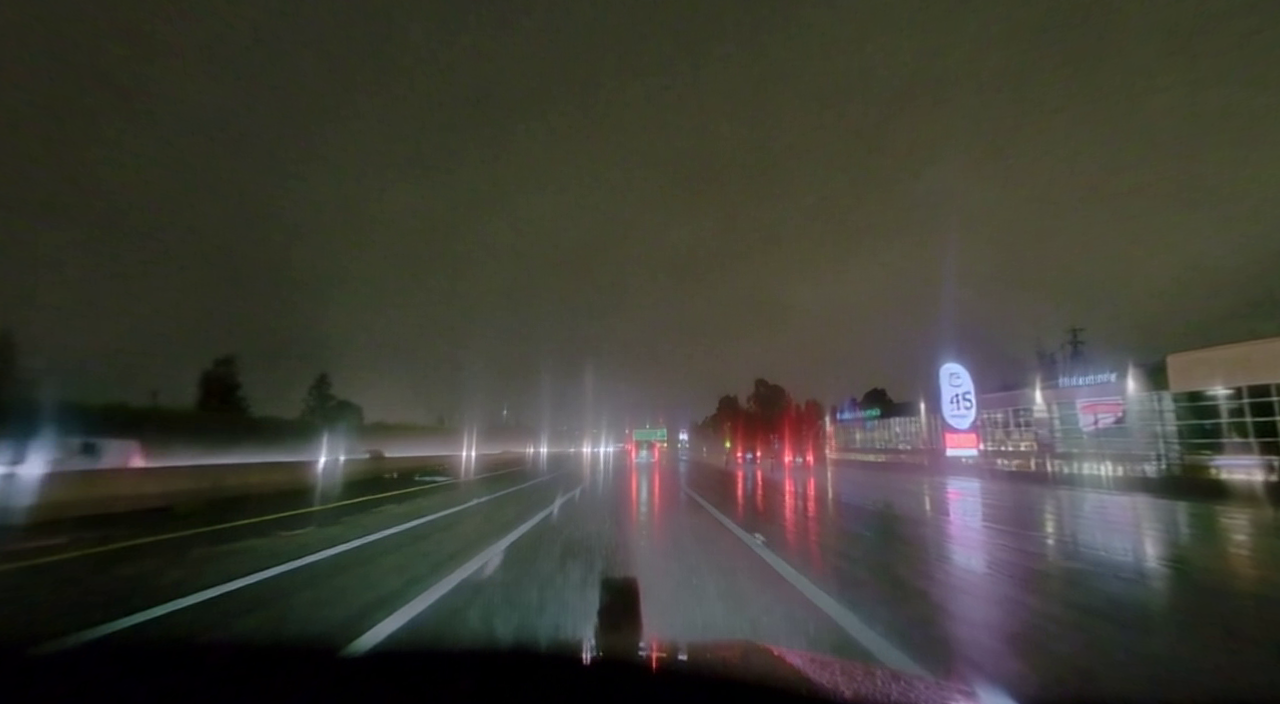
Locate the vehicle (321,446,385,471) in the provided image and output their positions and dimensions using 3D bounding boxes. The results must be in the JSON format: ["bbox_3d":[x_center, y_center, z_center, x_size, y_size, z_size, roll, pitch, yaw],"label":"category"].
[{"bbox_3d":[-18.361,6.789,40.672,1.995,1.499,4.699,0,-9,-1],"label":"vehicle"}]

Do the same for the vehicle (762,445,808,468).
[{"bbox_3d":[10.029,7.230,43.970,1.953,1.473,4.512,0,-9,-2],"label":"vehicle"}]

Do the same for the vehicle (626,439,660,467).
[{"bbox_3d":[0.162,6.895,43.154,2.154,1.786,5.045,0,-9,-2],"label":"vehicle"}]

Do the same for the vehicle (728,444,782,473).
[{"bbox_3d":[6.177,5.779,34.527,1.976,1.477,4.448,0,-9,-2],"label":"vehicle"}]

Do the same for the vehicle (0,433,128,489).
[{"bbox_3d":[-21.590,3.891,22.861,2.007,1.811,4.925,0,-9,-1],"label":"vehicle"}]
